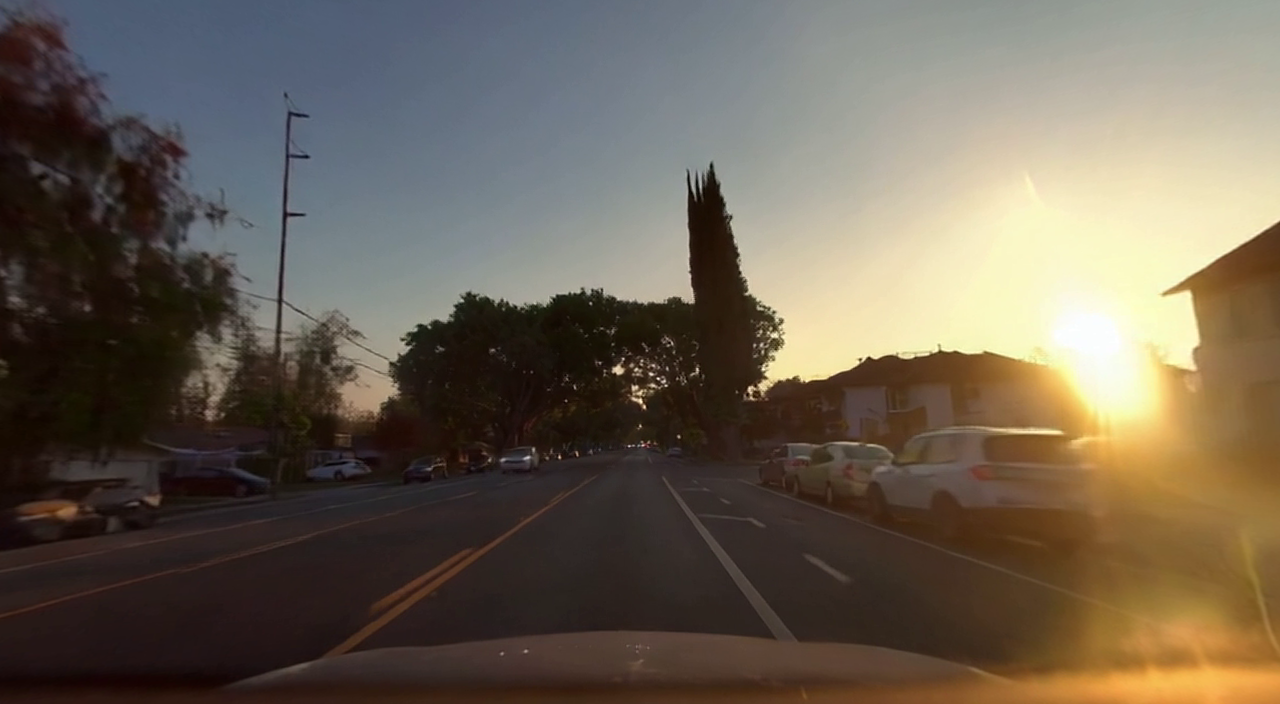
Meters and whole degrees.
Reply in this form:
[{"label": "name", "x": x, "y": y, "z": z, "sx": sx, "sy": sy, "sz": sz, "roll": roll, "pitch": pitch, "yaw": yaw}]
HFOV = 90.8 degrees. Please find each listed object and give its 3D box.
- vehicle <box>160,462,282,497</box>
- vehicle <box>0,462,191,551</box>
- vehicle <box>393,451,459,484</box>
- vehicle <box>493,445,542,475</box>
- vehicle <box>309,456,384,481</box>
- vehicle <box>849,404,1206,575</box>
[{"label": "vehicle", "x": -19.521, "y": 5.944, "z": 29.550, "sx": 4.367, "sy": 1.480, "sz": 1.903, "roll": 0, "pitch": -9, "yaw": 2}, {"label": "vehicle", "x": -12.541, "y": 3.364, "z": 13.996, "sx": 1.972, "sy": 1.475, "sz": 4.503, "roll": -7, "pitch": -8, "yaw": -1}, {"label": "vehicle", "x": -12.702, "y": 6.853, "z": 37.908, "sx": 2.128, "sy": 1.768, "sz": 5.306, "roll": 0, "pitch": -9, "yaw": 0}, {"label": "vehicle", "x": -7.600, "y": 6.719, "z": 39.640, "sx": 2.092, "sy": 1.741, "sz": 4.559, "roll": 0, "pitch": -9, "yaw": 1}, {"label": "vehicle", "x": -20.980, "y": 8.322, "z": 45.289, "sx": 4.340, "sy": 1.727, "sz": 2.048, "roll": -1, "pitch": -9, "yaw": 2}, {"label": "vehicle", "x": 4.669, "y": 1.731, "z": 8.750, "sx": 1.919, "sy": 1.698, "sz": 4.747, "roll": 0, "pitch": -9, "yaw": 0}]
